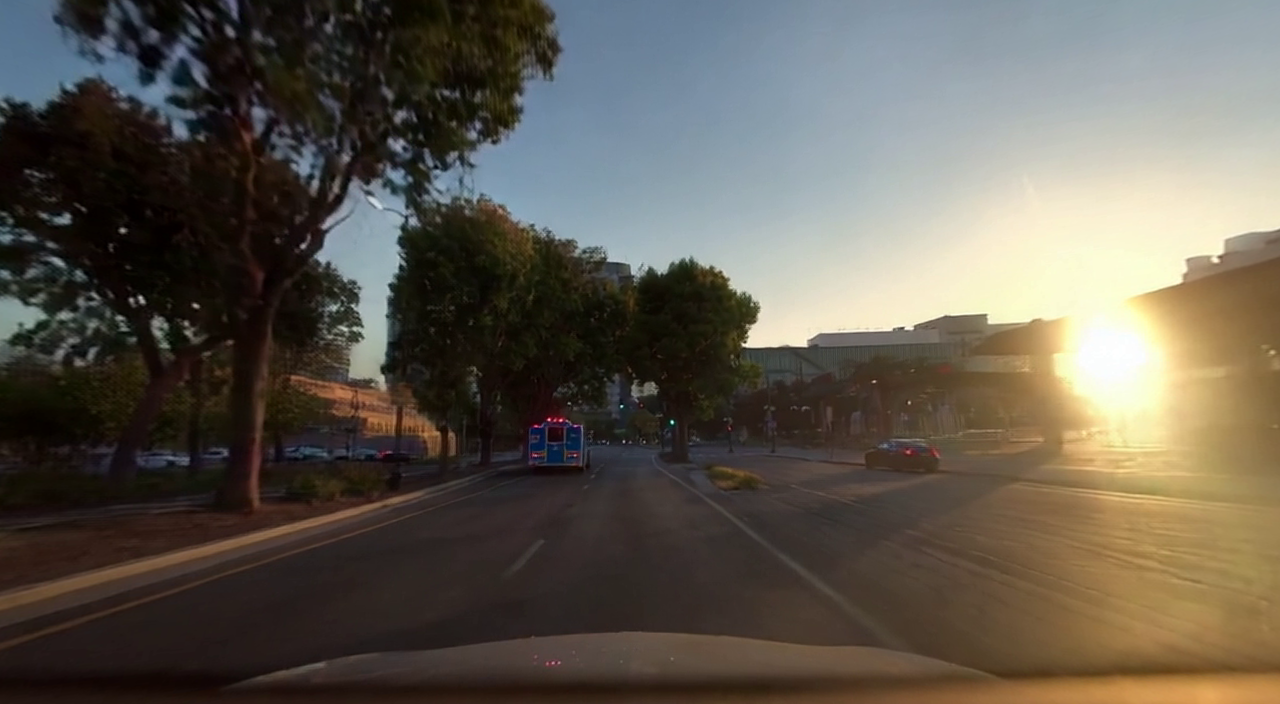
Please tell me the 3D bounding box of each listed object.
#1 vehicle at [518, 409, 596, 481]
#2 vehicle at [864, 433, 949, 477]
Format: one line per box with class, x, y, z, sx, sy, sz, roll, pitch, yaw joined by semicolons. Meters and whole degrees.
vehicle;-3.480;4.074;27.830;2.633;2.787;5.796;0;-8;0
vehicle;11.431;4.437;27.461;1.980;1.719;4.422;-1;-8;3
